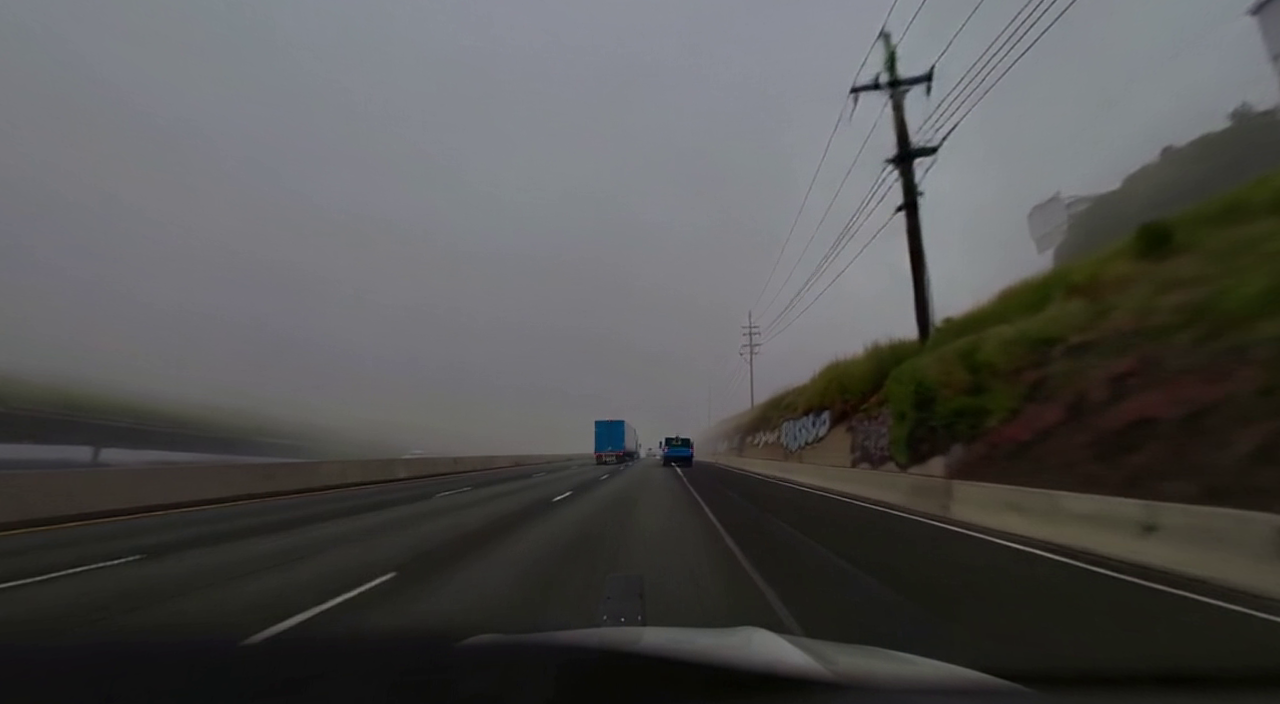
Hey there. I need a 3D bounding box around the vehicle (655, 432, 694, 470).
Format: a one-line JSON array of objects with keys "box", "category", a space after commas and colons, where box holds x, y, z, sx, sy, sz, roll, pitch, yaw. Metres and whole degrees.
[{"box": [2.519, 7.485, 47.638, 2.462, 2.627, 5.799, 0, -9, -1], "category": "vehicle"}]
